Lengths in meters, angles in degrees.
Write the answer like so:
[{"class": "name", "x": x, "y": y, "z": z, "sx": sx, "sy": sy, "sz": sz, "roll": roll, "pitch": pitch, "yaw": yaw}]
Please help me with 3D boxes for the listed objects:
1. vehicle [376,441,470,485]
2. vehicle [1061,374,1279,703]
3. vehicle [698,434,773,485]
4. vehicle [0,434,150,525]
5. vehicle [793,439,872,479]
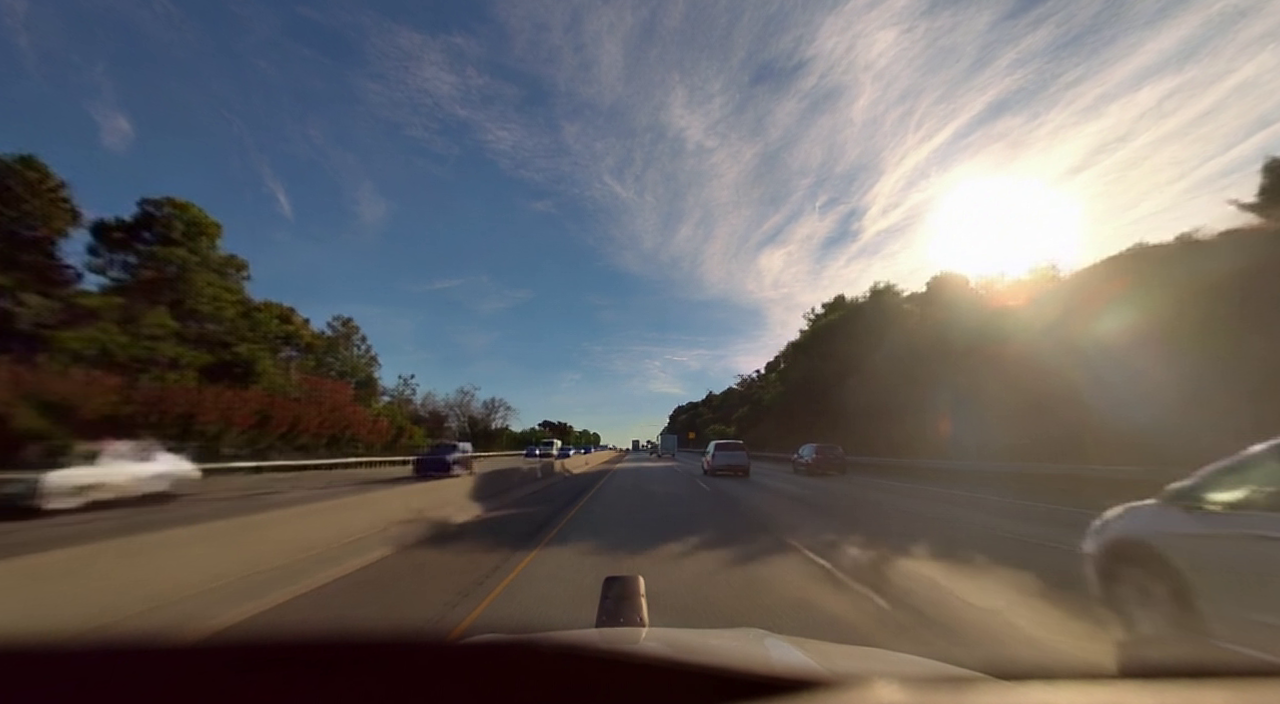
[{"class": "vehicle", "x": -8.154, "y": 4.204, "z": 24.231, "sx": 2.021, "sy": 1.518, "sz": 4.663, "roll": 0, "pitch": -9, "yaw": -1}, {"class": "vehicle", "x": 3.625, "y": 0.769, "z": 1.736, "sx": 2.023, "sy": 1.603, "sz": 4.159, "roll": 0, "pitch": -9, "yaw": 0}, {"class": "vehicle", "x": 3.554, "y": 4.115, "z": 24.410, "sx": 2.070, "sy": 1.751, "sz": 4.576, "roll": 0, "pitch": -9, "yaw": -1}, {"class": "vehicle", "x": -11.734, "y": 2.273, "z": 11.403, "sx": 1.898, "sy": 1.506, "sz": 4.812, "roll": 0, "pitch": -9, "yaw": -1}, {"class": "vehicle", "x": 8.548, "y": 4.771, "z": 28.442, "sx": 2.018, "sy": 1.636, "sz": 4.510, "roll": 0, "pitch": -9, "yaw": -1}]
